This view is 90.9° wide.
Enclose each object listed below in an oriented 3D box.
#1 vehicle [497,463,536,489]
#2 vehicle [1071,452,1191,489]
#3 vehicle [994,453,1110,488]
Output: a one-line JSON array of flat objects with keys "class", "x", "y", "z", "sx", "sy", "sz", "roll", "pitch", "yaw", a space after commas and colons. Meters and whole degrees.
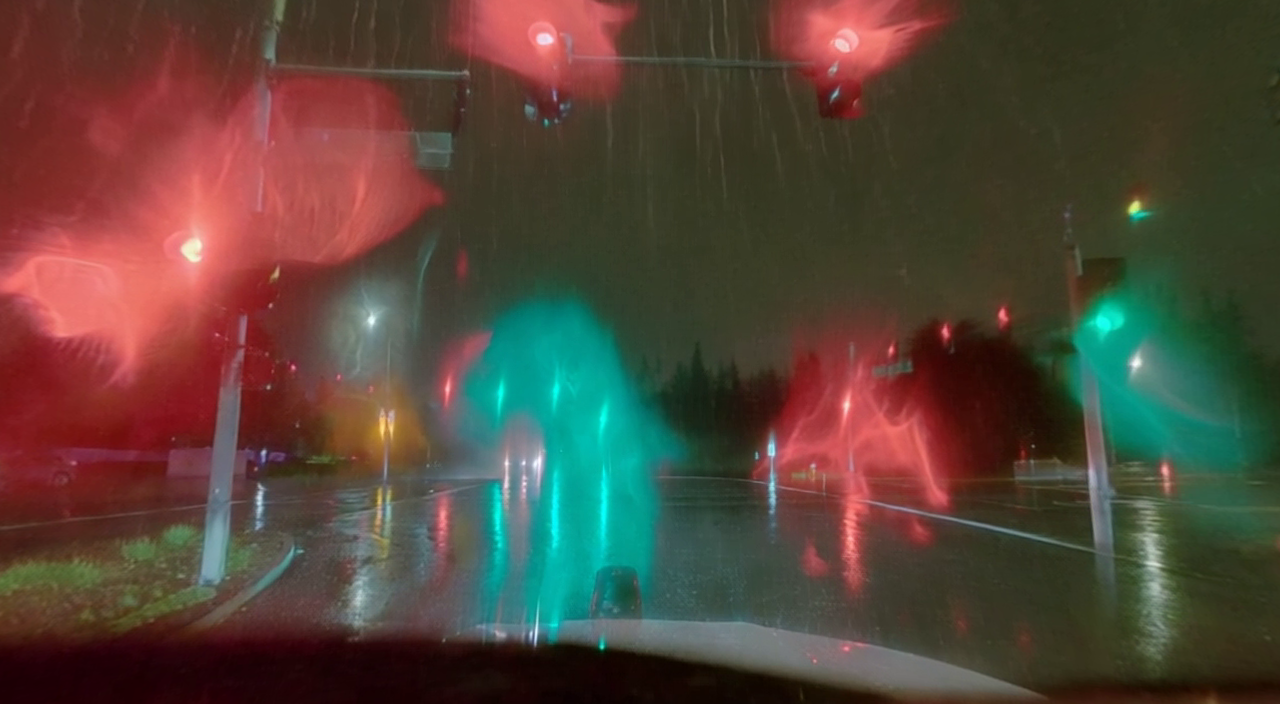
[{"class": "vehicle", "x": -9.050, "y": 9.104, "z": 46.399, "sx": 2.045, "sy": 1.608, "sz": 3.709, "roll": 0, "pitch": -8, "yaw": 1}, {"class": "vehicle", "x": 22.679, "y": 5.458, "z": 29.163, "sx": 3.998, "sy": 1.590, "sz": 1.936, "roll": 1, "pitch": -10, "yaw": -6}, {"class": "vehicle", "x": 21.169, "y": 6.131, "z": 32.476, "sx": 4.455, "sy": 1.647, "sz": 2.124, "roll": 1, "pitch": -12, "yaw": -6}]
